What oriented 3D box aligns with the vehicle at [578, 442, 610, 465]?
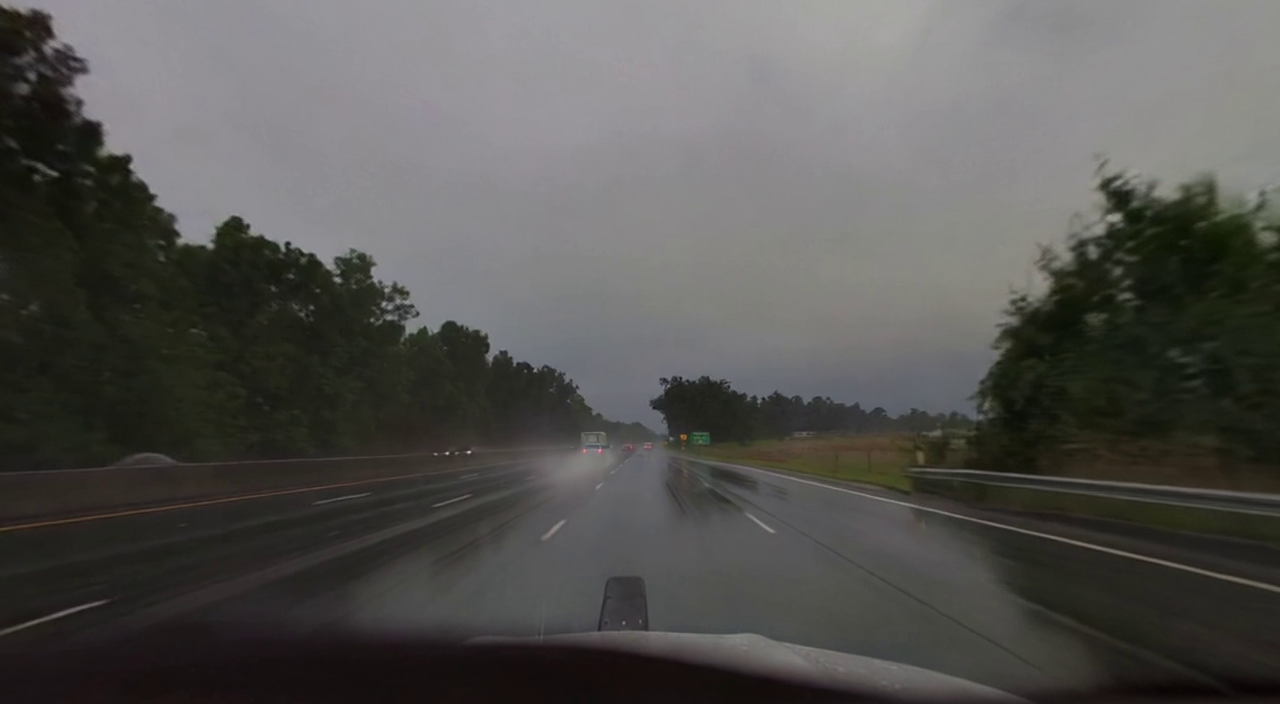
[{"bbox_3d":[-3.246,7.287,45.460,1.993,1.589,3.898,0,-8,1],"label":"vehicle"}]
